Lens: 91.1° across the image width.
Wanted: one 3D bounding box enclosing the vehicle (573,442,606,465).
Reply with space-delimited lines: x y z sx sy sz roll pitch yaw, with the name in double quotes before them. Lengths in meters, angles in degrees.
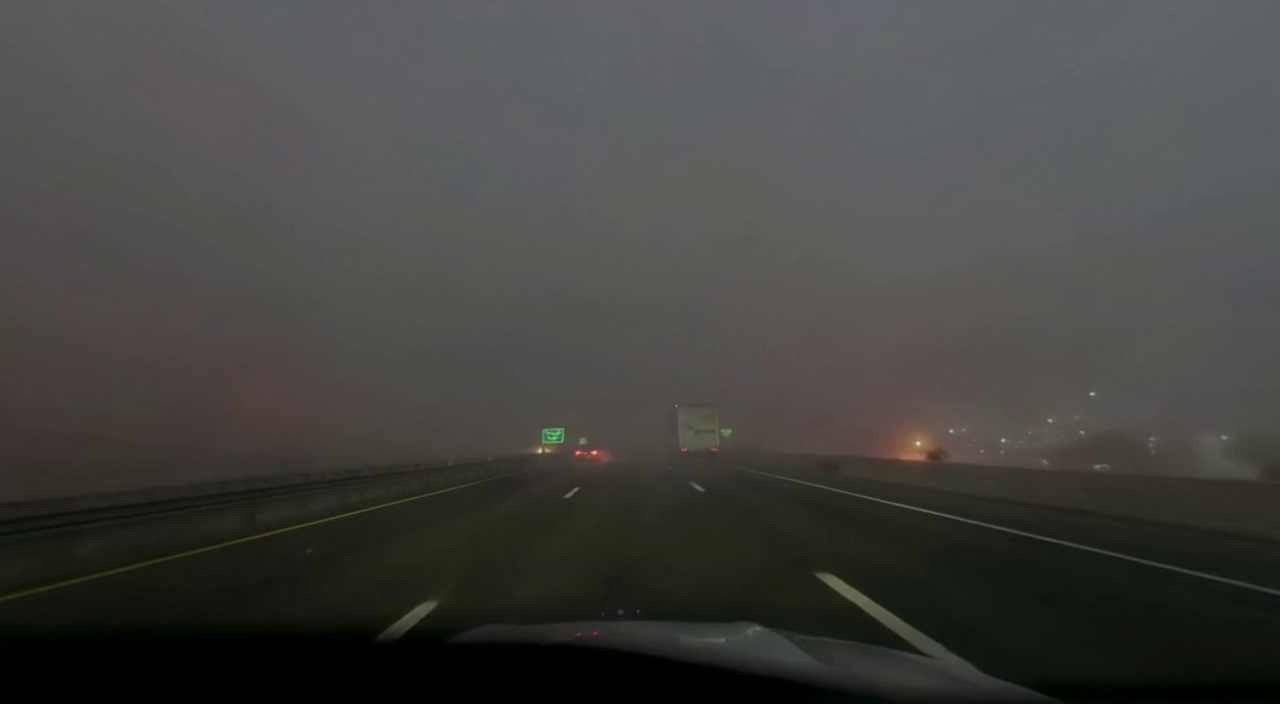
"vehicle" -3.586 7.303 45.229 2.100 1.525 4.179 0 -9 0
